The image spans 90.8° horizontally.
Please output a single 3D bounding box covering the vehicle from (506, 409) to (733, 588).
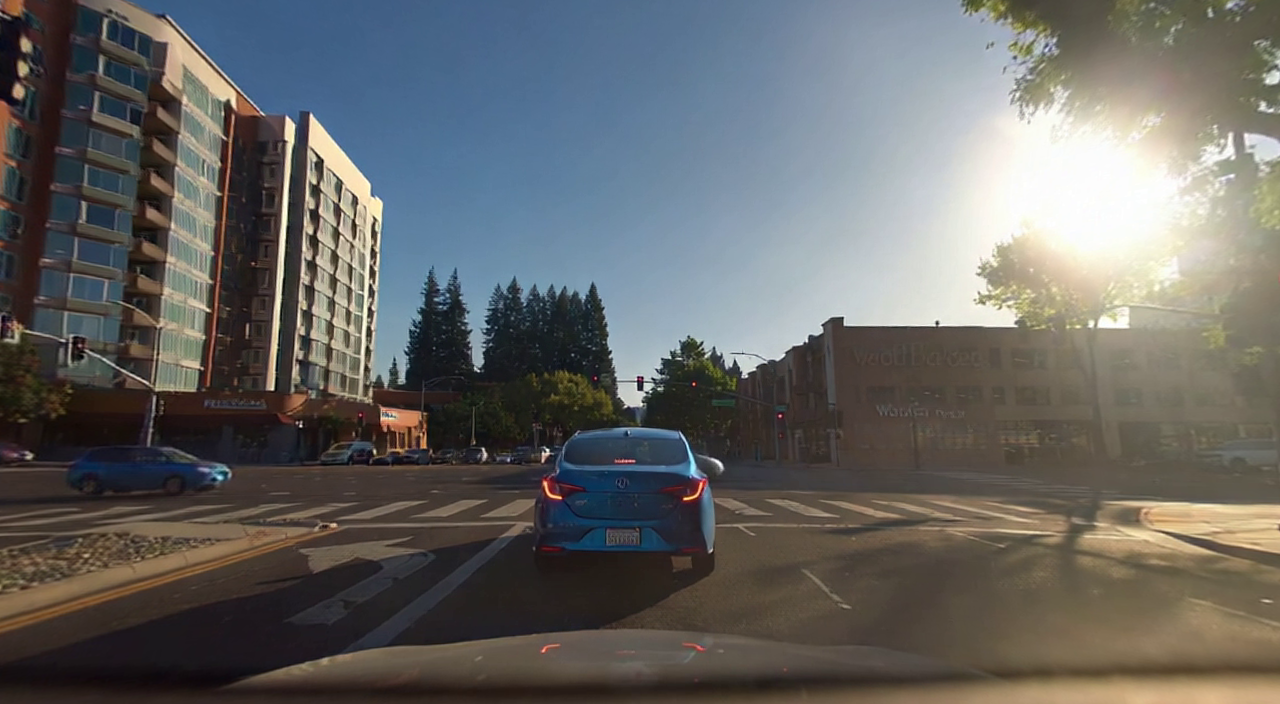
[{"bbox_3d":[-0.220,1.628,7.797,2.066,1.618,3.922,0,-8,-1],"label":"vehicle"}]

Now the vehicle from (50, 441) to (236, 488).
[{"bbox_3d":[-17.673,4.008,22.686,4.891,1.591,2.067,0,-8,0],"label":"vehicle"}]
